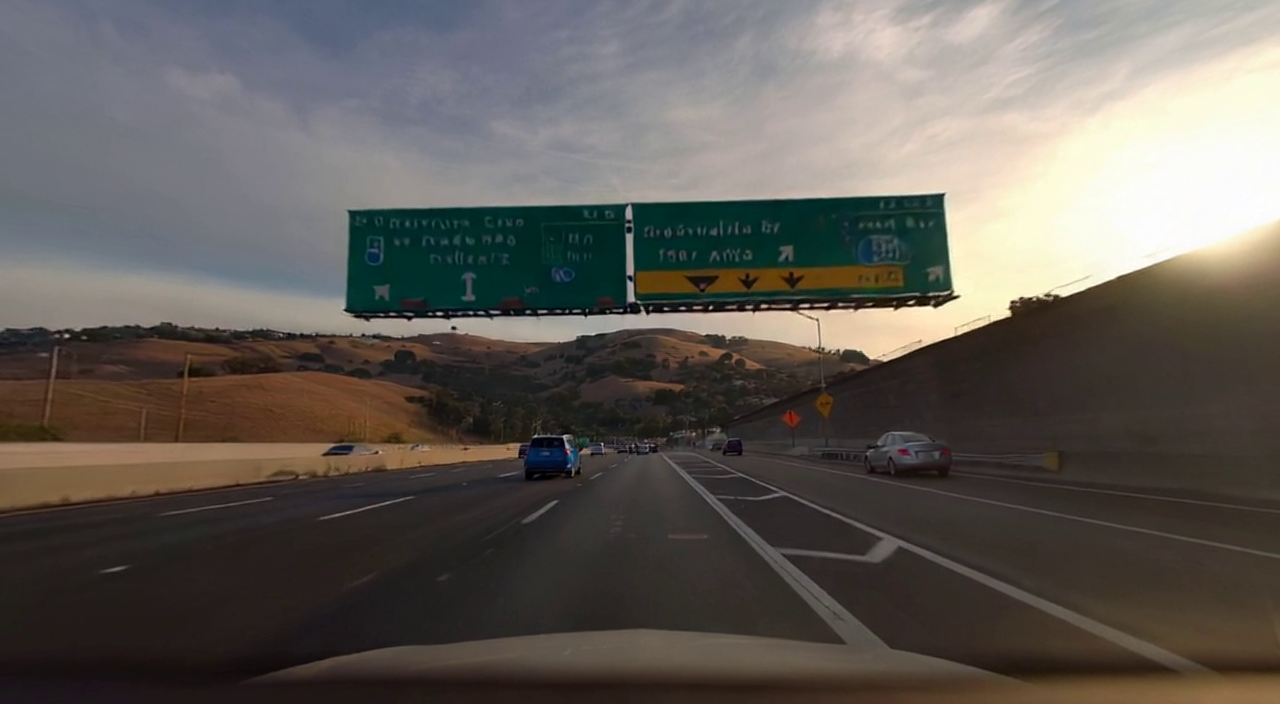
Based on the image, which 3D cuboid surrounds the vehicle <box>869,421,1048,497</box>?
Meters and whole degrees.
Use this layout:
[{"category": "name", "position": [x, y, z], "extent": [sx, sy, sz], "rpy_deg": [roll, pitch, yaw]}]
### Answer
[{"category": "vehicle", "position": [7.783, 2.662, 16.055], "extent": [2.122, 1.646, 4.491], "rpy_deg": [0, -8, -1]}]

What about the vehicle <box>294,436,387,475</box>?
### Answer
[{"category": "vehicle", "position": [-14.128, 4.886, 30.100], "extent": [2.049, 1.707, 4.743], "rpy_deg": [0, -8, 0]}]

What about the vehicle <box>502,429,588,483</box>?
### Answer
[{"category": "vehicle", "position": [-3.273, 3.720, 22.911], "extent": [2.210, 1.730, 5.133], "rpy_deg": [0, -8, 1]}]

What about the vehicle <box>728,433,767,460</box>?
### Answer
[{"category": "vehicle", "position": [7.558, 6.678, 44.705], "extent": [2.172, 1.824, 5.031], "rpy_deg": [-1, -8, 3]}]
